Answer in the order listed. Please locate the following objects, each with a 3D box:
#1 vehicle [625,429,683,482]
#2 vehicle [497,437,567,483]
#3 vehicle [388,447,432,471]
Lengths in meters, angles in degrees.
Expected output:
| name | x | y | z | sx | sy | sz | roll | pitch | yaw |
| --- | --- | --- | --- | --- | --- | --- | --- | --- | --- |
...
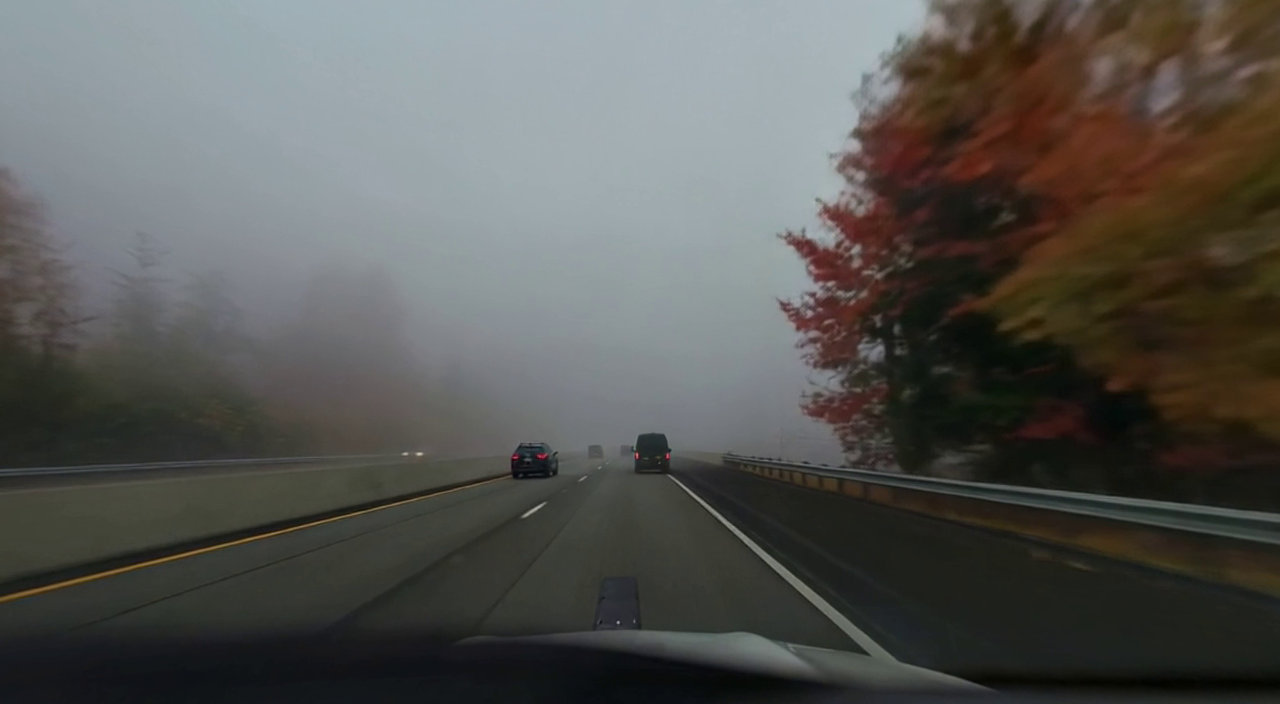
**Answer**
| name | x | y | z | sx | sy | sz | roll | pitch | yaw |
| --- | --- | --- | --- | --- | --- | --- | --- | --- | --- |
| vehicle | 0.474 | 4.235 | 25.780 | 2.179 | 1.930 | 4.538 | 0 | -9 | -1 |
| vehicle | -4.241 | 4.336 | 25.402 | 2.088 | 1.688 | 4.365 | 0 | -9 | 0 |
| vehicle | -17.208 | 7.990 | 47.040 | 1.801 | 1.691 | 3.919 | 0 | -9 | 1 |
